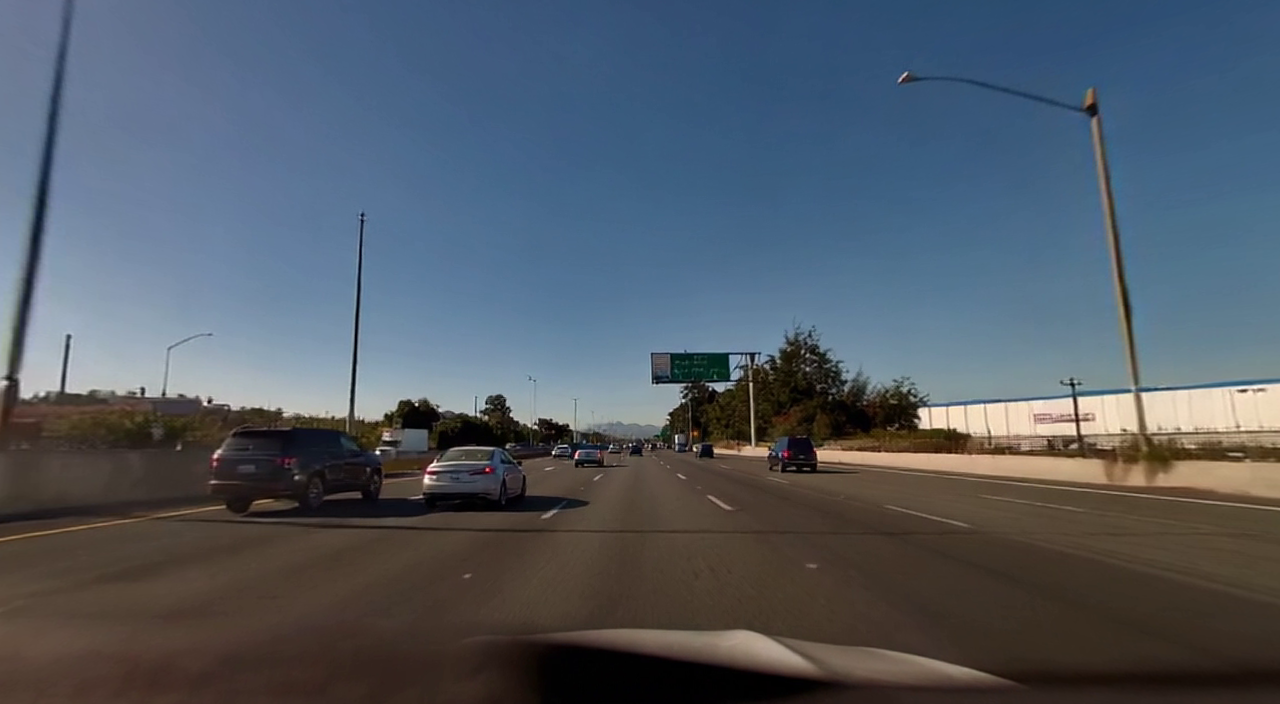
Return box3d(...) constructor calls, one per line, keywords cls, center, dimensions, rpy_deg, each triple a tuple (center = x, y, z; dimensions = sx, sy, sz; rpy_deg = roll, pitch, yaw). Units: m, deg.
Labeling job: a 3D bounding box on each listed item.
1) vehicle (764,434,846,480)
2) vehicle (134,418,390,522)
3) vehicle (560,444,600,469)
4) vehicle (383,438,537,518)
box3d(cls="vehicle", center=(6.915, 4.442, 27.041), dimensions=(2.147, 1.769, 4.666), rpy_deg=(0, -9, -1))
box3d(cls="vehicle", center=(-7.541, 2.420, 13.456), dimensions=(2.310, 1.787, 4.955), rpy_deg=(0, -9, 1))
box3d(cls="vehicle", center=(-3.665, 6.489, 39.488), dimensions=(2.078, 1.464, 4.093), rpy_deg=(0, -9, 0))
box3d(cls="vehicle", center=(-3.733, 2.701, 14.131), dimensions=(2.047, 1.469, 4.614), rpy_deg=(0, -9, 0))
